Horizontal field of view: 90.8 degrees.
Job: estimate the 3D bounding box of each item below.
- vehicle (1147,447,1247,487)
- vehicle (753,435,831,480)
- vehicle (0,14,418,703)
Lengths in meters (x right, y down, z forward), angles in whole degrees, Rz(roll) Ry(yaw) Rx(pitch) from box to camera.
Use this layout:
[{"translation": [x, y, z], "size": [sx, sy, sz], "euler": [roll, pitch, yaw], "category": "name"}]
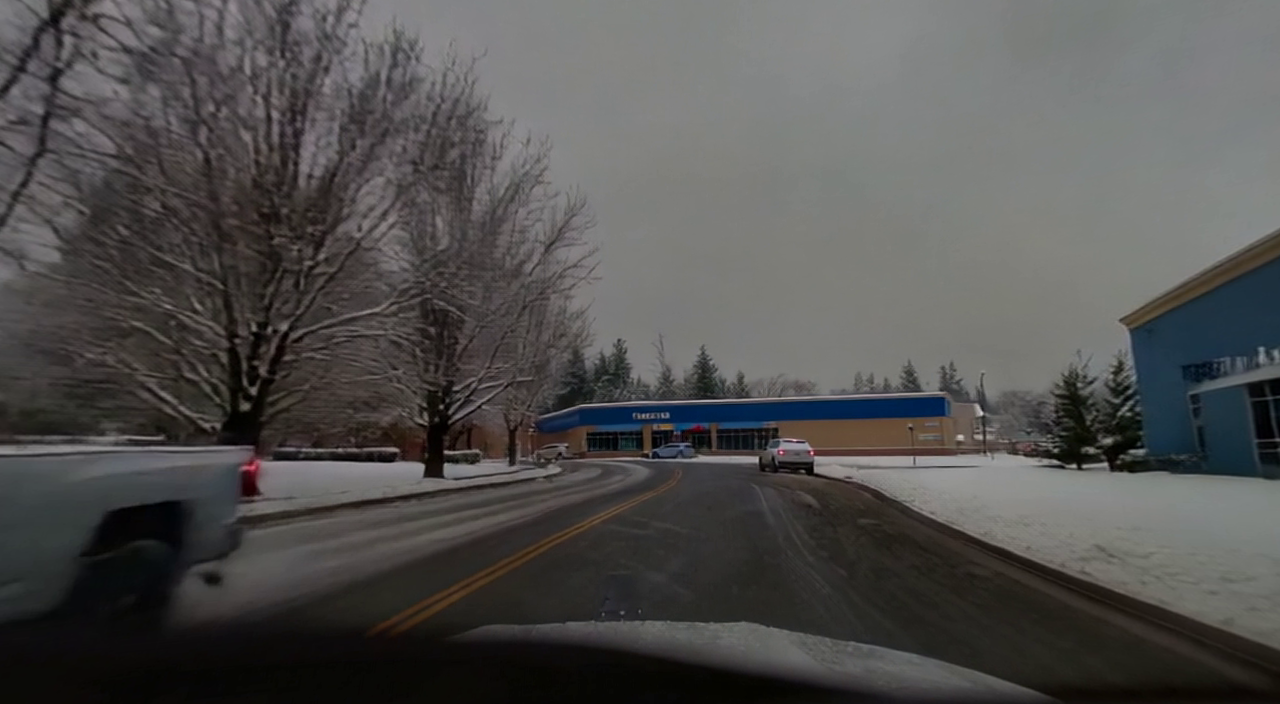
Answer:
[{"translation": [24.991, 5.098, 28.306], "size": [4.545, 1.640, 1.866], "euler": [5, -10, -30], "category": "vehicle"}, {"translation": [6.627, 4.670, 28.240], "size": [2.292, 1.767, 5.128], "euler": [-1, -8, 2], "category": "vehicle"}, {"translation": [-3.578, 0.313, 2.769], "size": [2.674, 2.815, 6.582], "euler": [-1, -8, 1], "category": "vehicle"}]
